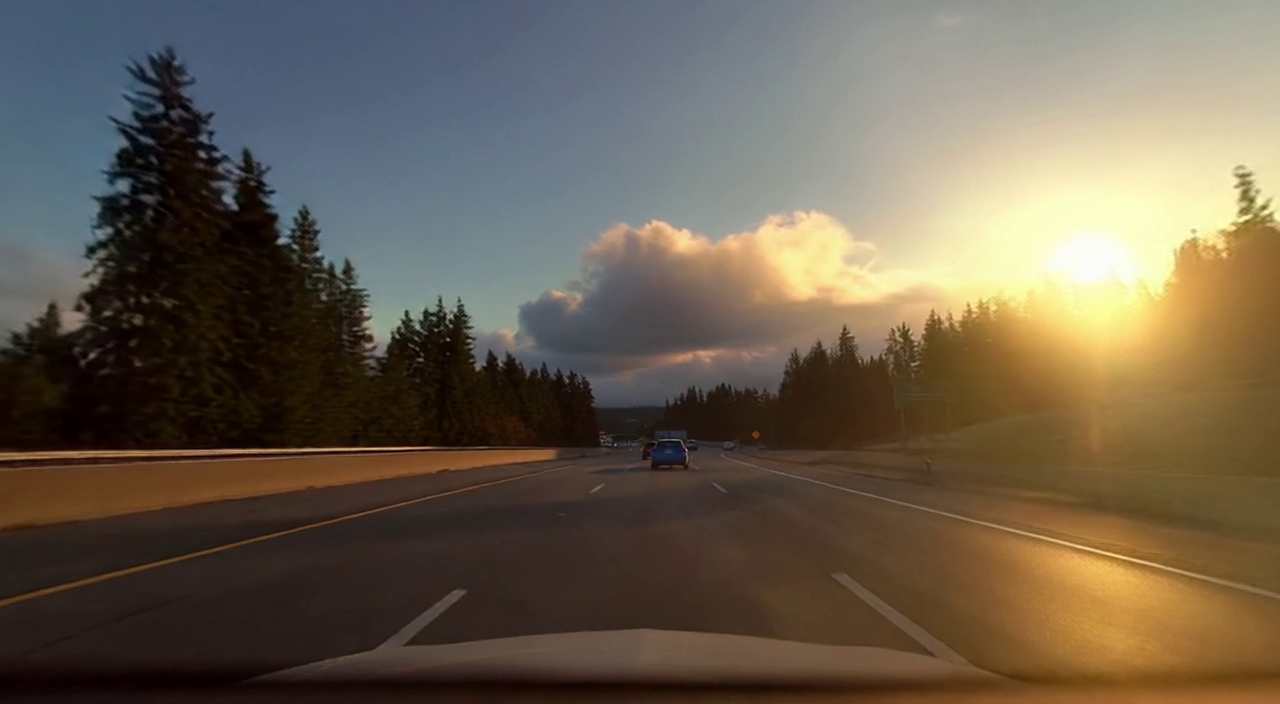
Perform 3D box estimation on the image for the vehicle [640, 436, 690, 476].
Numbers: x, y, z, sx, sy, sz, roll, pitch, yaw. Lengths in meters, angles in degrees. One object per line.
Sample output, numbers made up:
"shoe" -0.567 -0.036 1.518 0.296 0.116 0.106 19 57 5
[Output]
"vehicle" 1.168 4.815 29.321 2.133 1.686 4.203 0 -8 2
